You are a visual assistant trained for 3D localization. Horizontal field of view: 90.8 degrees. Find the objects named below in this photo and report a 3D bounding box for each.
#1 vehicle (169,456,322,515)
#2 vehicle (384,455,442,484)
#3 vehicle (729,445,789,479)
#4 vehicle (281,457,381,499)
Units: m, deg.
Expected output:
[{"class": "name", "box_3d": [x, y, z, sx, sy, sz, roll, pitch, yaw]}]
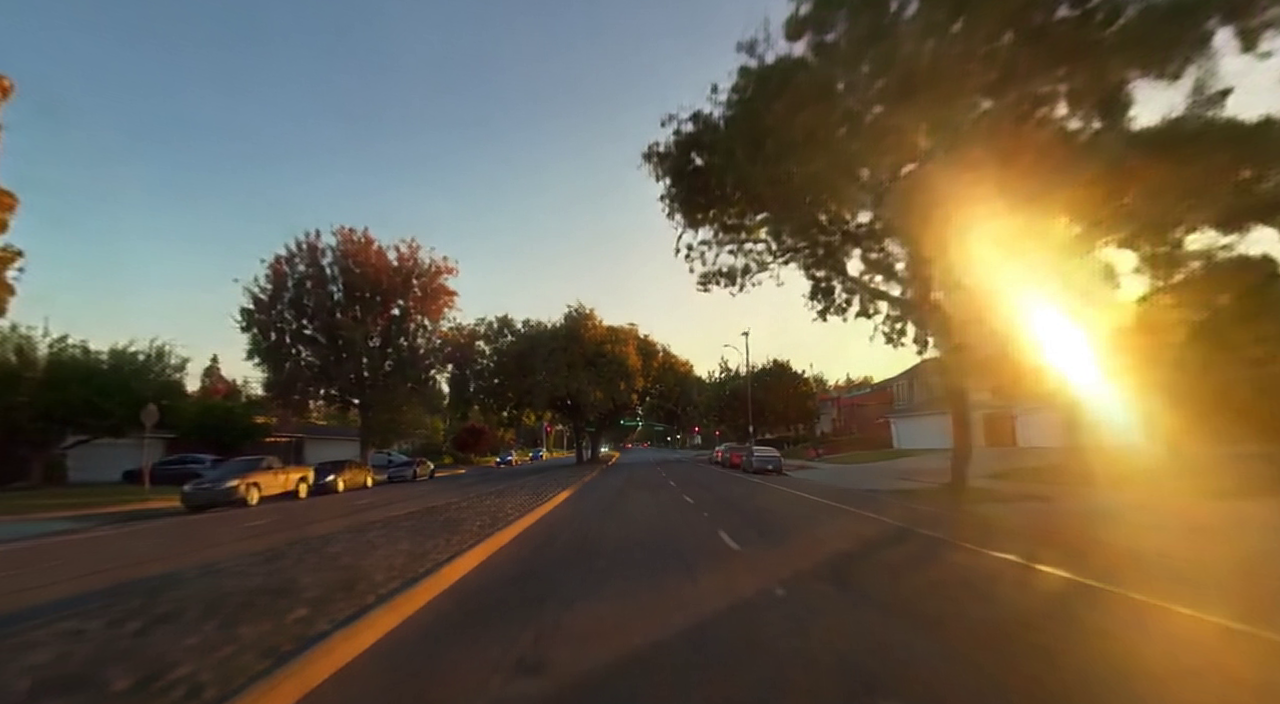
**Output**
[{"class": "vehicle", "box_3d": [-12.742, 4.310, 20.869, 2.078, 1.618, 4.650, 0, -9, -1]}, {"class": "vehicle", "box_3d": [-12.843, 6.663, 36.042, 1.812, 1.454, 4.351, 0, -9, -1]}, {"class": "vehicle", "box_3d": [5.584, 5.186, 30.114, 1.875, 1.466, 4.355, 0, -9, -2]}, {"class": "vehicle", "box_3d": [-12.769, 5.207, 26.482, 1.817, 1.485, 4.687, 0, -9, 0]}]
